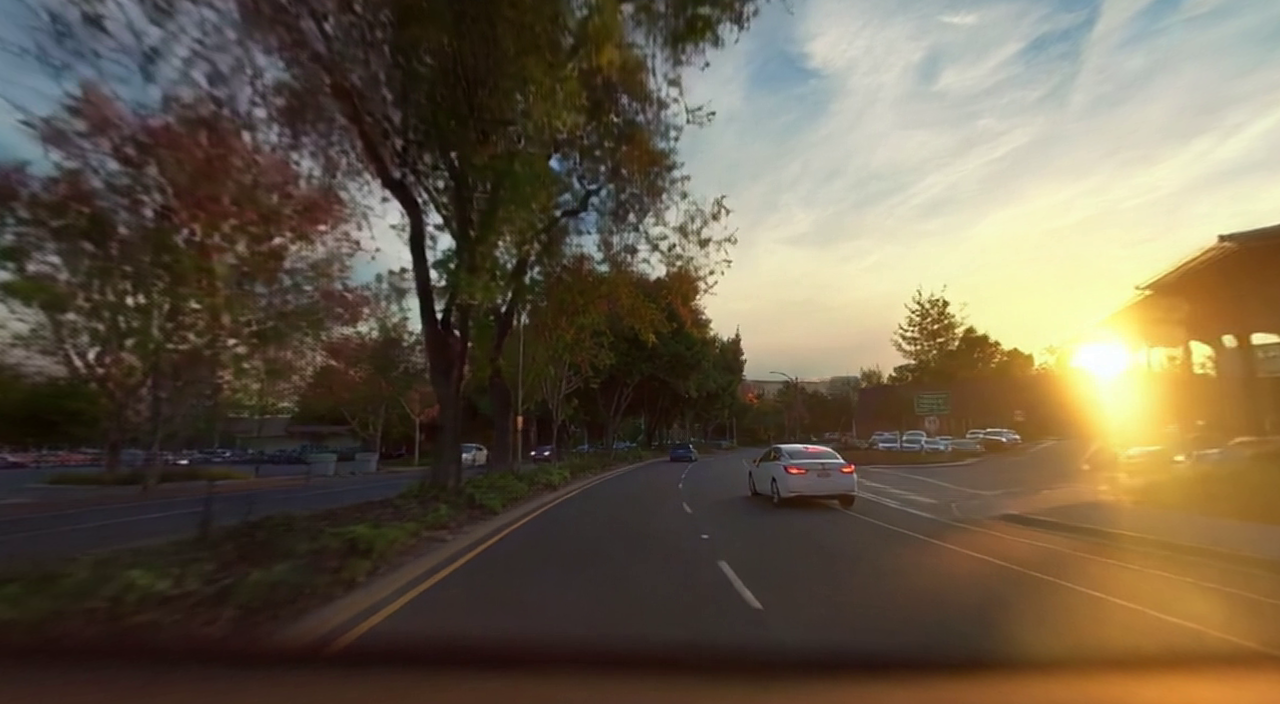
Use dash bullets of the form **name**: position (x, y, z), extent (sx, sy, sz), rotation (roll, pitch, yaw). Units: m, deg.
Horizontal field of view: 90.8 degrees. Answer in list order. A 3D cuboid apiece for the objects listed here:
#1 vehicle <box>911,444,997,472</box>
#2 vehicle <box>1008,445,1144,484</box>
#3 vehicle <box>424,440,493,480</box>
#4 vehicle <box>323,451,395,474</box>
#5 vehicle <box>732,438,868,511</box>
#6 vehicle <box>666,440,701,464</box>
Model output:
- **vehicle**: position (19.761, 6.696, 39.845), extent (4.512, 1.561, 1.846), rotation (-8, -12, 32)
- **vehicle**: position (17.565, 4.491, 25.501), extent (4.653, 1.471, 1.850), rotation (2, -9, -16)
- **vehicle**: position (-8.485, 5.049, 29.906), extent (2.045, 1.689, 4.545), rotation (0, -8, -2)
- **vehicle**: position (-20.298, 7.978, 45.712), extent (4.389, 1.518, 1.930), rotation (-2, -9, 9)
- **vehicle**: position (3.701, 2.922, 15.684), extent (2.132, 1.497, 4.827), rotation (0, -8, 0)
- **vehicle**: position (3.286, 7.446, 47.308), extent (2.123, 1.703, 4.292), rotation (-2, -9, 10)
